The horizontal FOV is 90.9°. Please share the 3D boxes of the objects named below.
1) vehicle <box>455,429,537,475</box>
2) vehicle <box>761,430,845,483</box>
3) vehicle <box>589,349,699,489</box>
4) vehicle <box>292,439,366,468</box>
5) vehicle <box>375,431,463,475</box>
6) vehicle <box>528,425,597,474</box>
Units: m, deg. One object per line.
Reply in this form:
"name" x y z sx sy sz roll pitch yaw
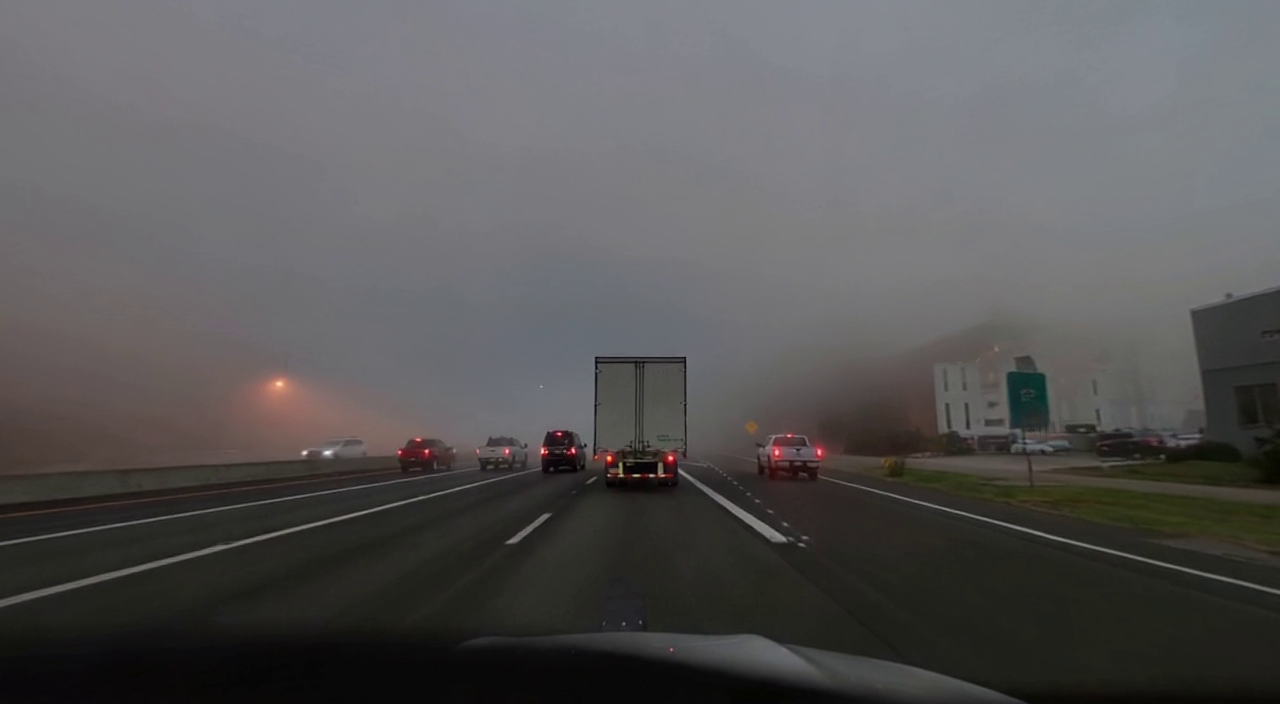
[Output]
"vehicle" -6.824 4.832 30.653 2.479 1.978 5.952 0 -9 1
"vehicle" 6.140 4.008 24.403 2.137 1.796 4.817 0 -9 3
"vehicle" 0.024 2.552 22.107 2.941 3.794 9.851 0 -9 -1
"vehicle" -17.498 5.731 35.689 1.944 1.488 4.297 0 -9 0
"vehicle" -10.500 4.870 30.587 2.089 1.885 5.888 0 -9 0
"vehicle" -3.470 4.579 29.665 2.379 2.075 6.169 0 -9 1
